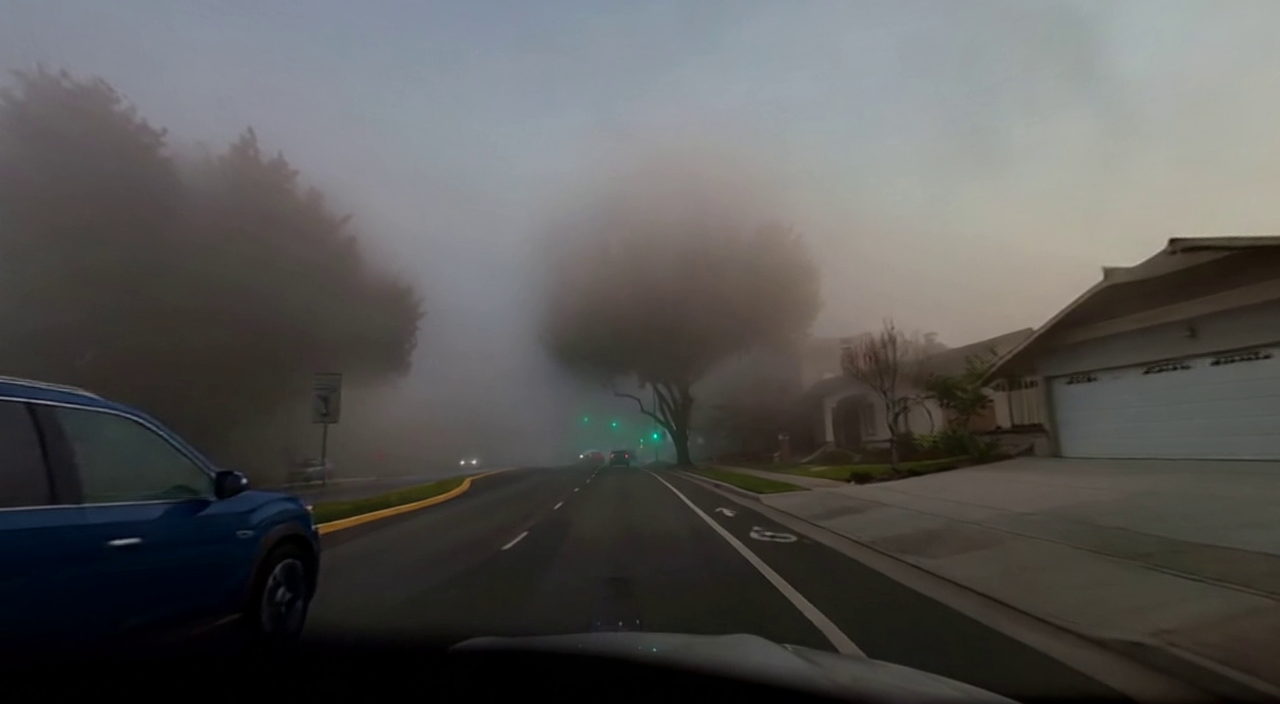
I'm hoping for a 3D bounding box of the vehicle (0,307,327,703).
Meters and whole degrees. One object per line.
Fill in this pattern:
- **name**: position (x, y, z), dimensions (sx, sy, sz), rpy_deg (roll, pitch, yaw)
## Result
- **vehicle**: position (-3.754, 0.759, 2.247), dimensions (2.276, 1.960, 5.561), rpy_deg (0, -8, 2)
